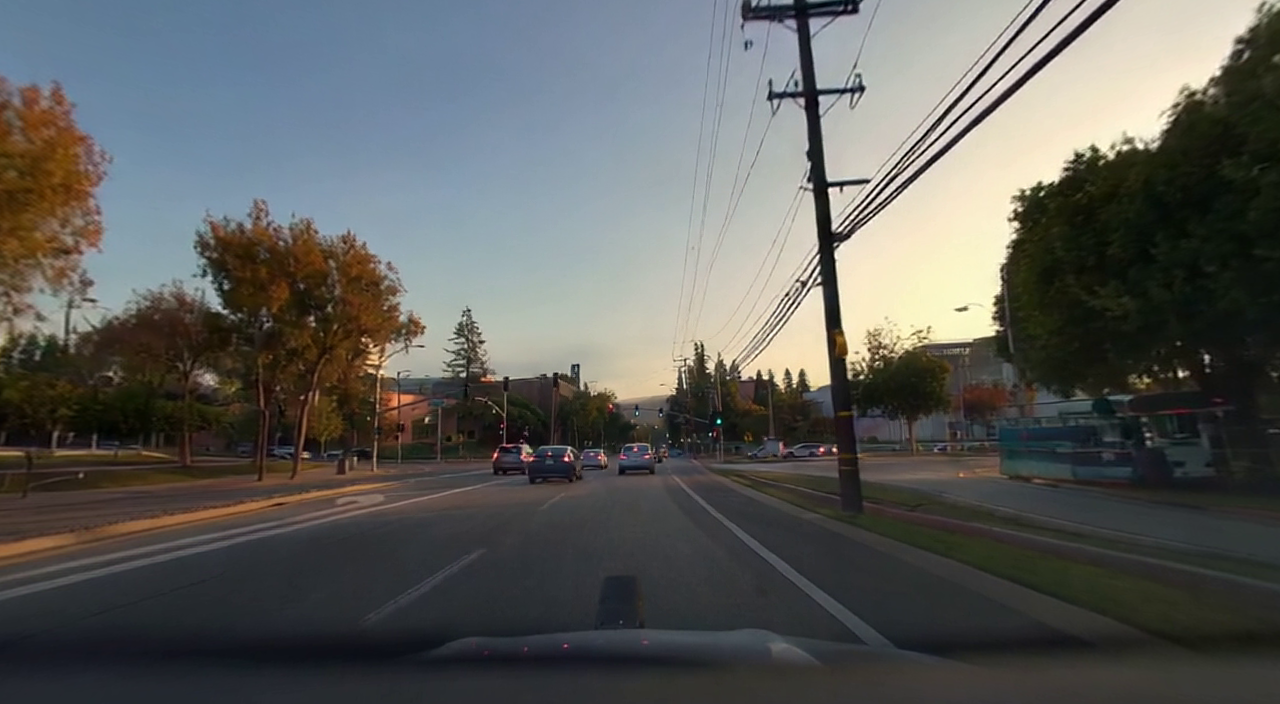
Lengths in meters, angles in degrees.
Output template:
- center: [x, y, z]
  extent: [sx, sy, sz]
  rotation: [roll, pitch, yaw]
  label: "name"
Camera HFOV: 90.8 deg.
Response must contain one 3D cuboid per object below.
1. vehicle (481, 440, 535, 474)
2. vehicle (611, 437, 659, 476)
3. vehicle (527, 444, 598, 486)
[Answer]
- center: [-7.064, 5.631, 34.199]
  extent: [1.860, 1.754, 4.089]
  rotation: [0, -8, 3]
  label: "vehicle"
- center: [-0.196, 5.302, 32.289]
  extent: [2.276, 1.850, 3.897]
  rotation: [0, -8, 2]
  label: "vehicle"
- center: [-2.936, 4.368, 24.874]
  extent: [2.064, 1.464, 4.373]
  rotation: [0, -8, 2]
  label: "vehicle"
